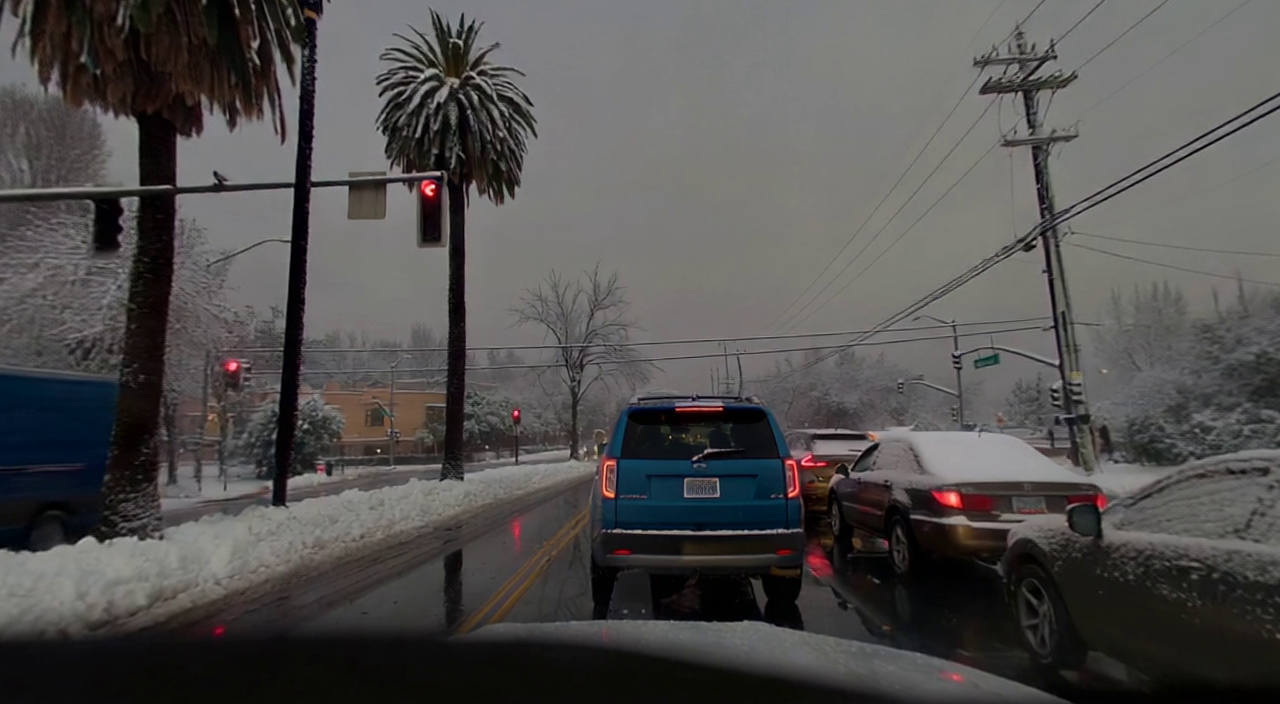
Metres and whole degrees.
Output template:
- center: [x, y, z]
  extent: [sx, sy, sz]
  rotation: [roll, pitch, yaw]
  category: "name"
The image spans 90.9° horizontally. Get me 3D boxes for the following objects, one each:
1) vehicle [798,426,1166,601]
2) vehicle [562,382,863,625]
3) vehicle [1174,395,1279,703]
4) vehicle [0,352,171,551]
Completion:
- center: [3.437, 1.687, 7.513]
  extent: [1.895, 1.456, 4.255]
  rotation: [0, -9, -2]
  category: "vehicle"
- center: [0.459, 1.437, 6.885]
  extent: [2.228, 1.780, 4.269]
  rotation: [0, -9, -2]
  category: "vehicle"
- center: [3.358, 0.647, 0.662]
  extent: [1.805, 1.485, 4.348]
  rotation: [0, -9, 1]
  category: "vehicle"
- center: [-14.286, 1.696, 10.731]
  extent: [2.973, 3.889, 11.535]
  rotation: [-1, -9, 5]
  category: "vehicle"
